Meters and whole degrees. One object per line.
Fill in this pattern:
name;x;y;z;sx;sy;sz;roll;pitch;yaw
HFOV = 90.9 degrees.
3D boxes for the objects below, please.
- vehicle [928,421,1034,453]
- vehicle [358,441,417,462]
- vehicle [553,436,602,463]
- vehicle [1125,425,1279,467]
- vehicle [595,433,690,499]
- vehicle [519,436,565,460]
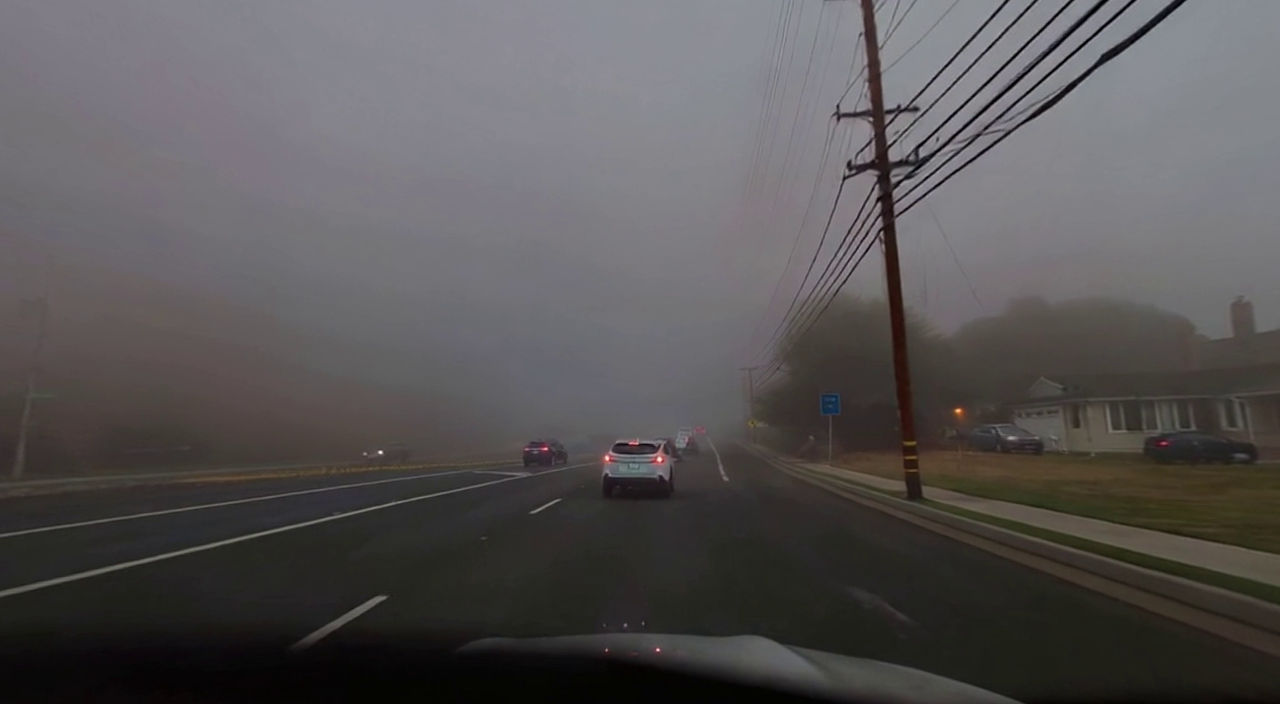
vehicle;18.965;4.783;35.270;4.739;1.708;1.976;-1;-9;7
vehicle;-19.601;7.748;49.137;1.970;1.546;4.996;-1;-9;8
vehicle;-3.684;5.833;37.876;1.928;1.493;4.289;-2;-9;9
vehicle;20.950;3.472;23.208;4.497;1.460;1.851;-1;-9;4
vehicle;0.205;2.875;16.301;2.117;1.474;4.036;-1;-8;5
vehicle;-6.569;6.501;42.668;1.983;1.485;4.159;-1;-9;7
